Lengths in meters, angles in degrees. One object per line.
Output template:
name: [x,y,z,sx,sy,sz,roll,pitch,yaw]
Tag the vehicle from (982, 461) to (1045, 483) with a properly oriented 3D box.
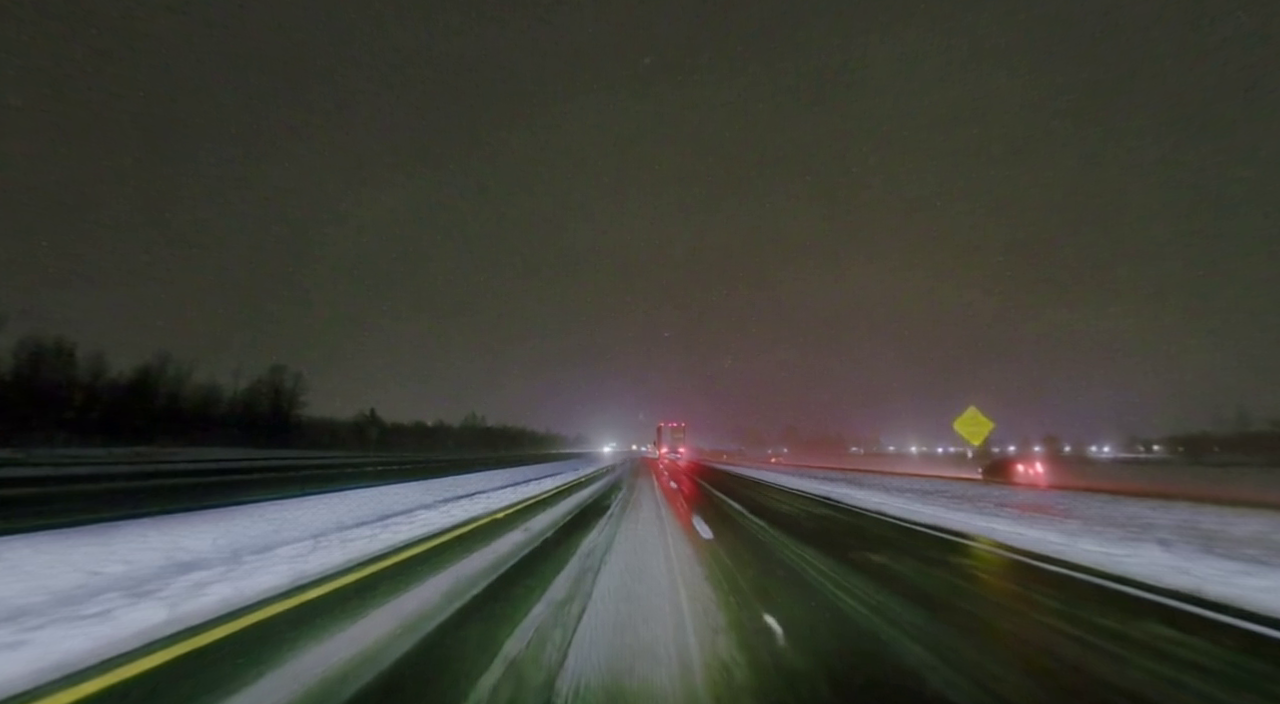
vehicle: [27.705,8.877,46.859,1.836,1.499,3.936,2,-9,-11]
